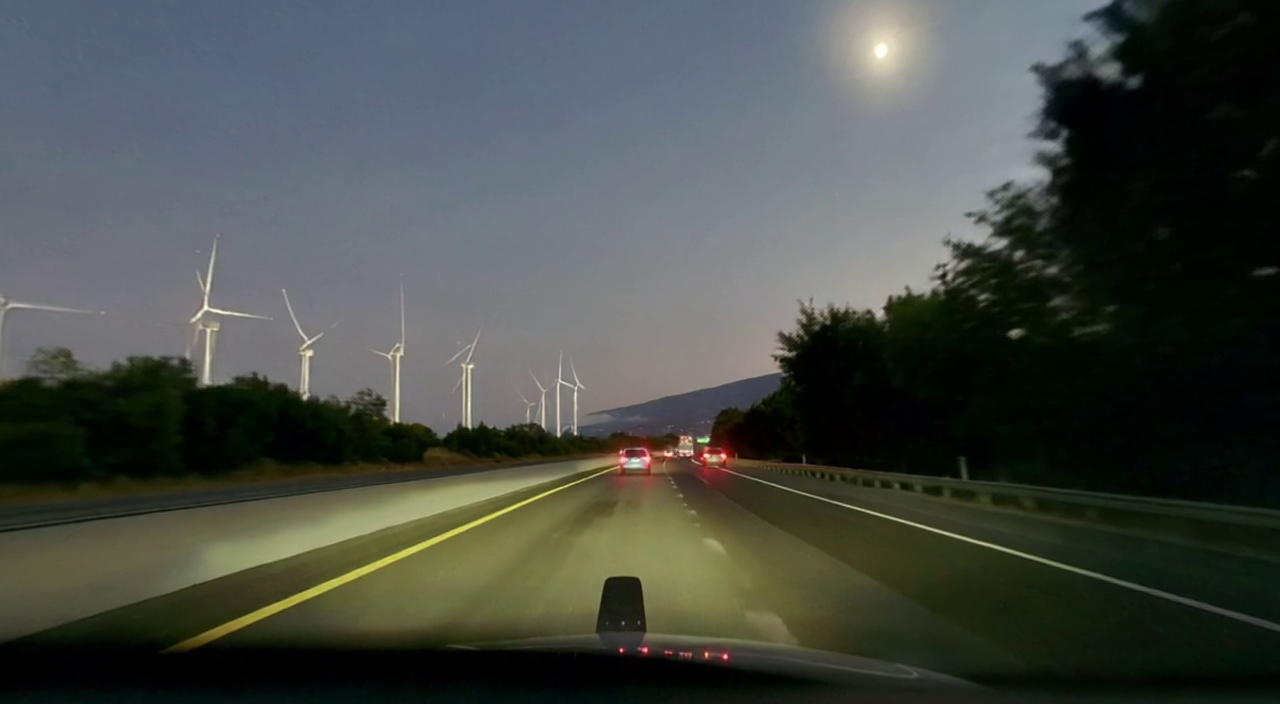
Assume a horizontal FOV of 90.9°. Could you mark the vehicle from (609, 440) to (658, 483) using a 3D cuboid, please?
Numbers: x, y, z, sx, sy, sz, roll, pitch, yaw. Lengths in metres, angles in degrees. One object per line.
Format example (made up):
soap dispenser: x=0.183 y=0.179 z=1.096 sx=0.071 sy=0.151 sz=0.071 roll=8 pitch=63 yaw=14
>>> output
vehicle: x=-0.227 y=4.869 z=28.212 sx=2.038 sy=1.723 sz=4.150 roll=0 pitch=-9 yaw=1

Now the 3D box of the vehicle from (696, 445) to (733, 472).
vehicle: x=4.986 y=7.185 z=42.579 sx=2.040 sy=1.721 sz=4.507 roll=0 pitch=-9 yaw=1
